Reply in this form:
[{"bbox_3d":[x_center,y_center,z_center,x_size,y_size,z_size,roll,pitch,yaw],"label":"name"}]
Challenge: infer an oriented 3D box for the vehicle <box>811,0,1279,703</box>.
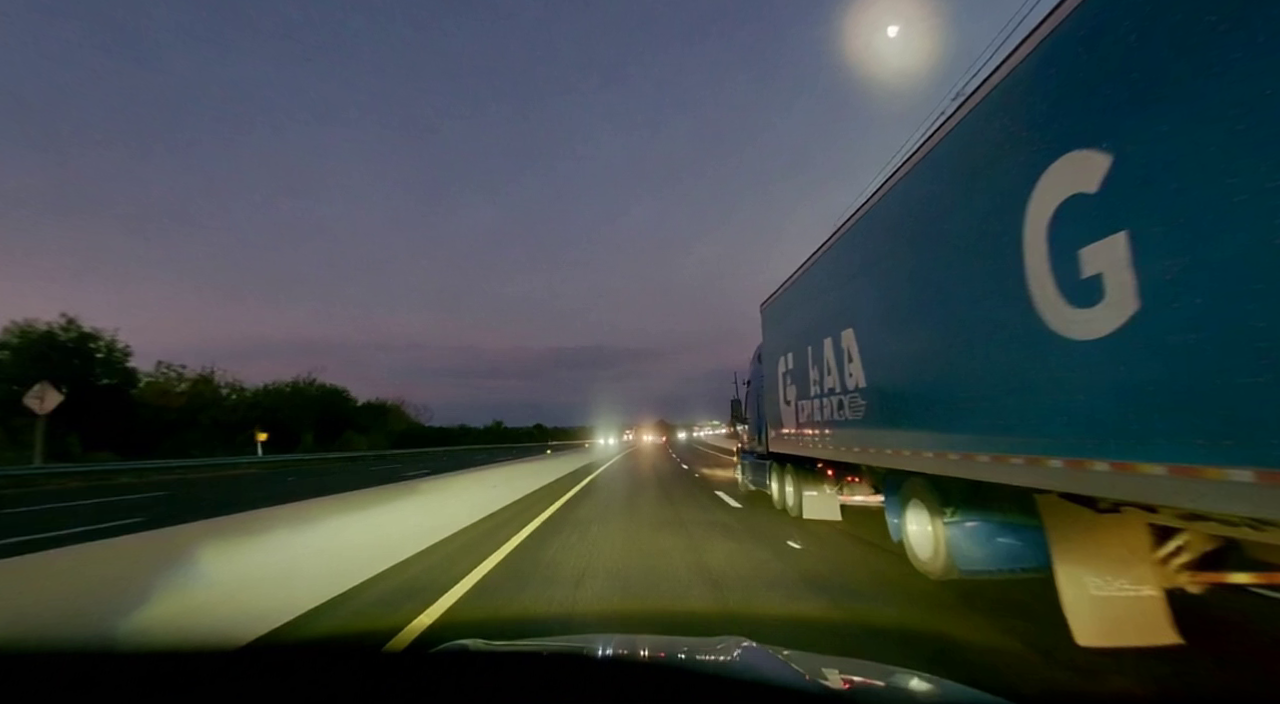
[{"bbox_3d":[4.029,-0.365,2.281,3.013,4.076,13.783,0,-8,0],"label":"vehicle"}]
